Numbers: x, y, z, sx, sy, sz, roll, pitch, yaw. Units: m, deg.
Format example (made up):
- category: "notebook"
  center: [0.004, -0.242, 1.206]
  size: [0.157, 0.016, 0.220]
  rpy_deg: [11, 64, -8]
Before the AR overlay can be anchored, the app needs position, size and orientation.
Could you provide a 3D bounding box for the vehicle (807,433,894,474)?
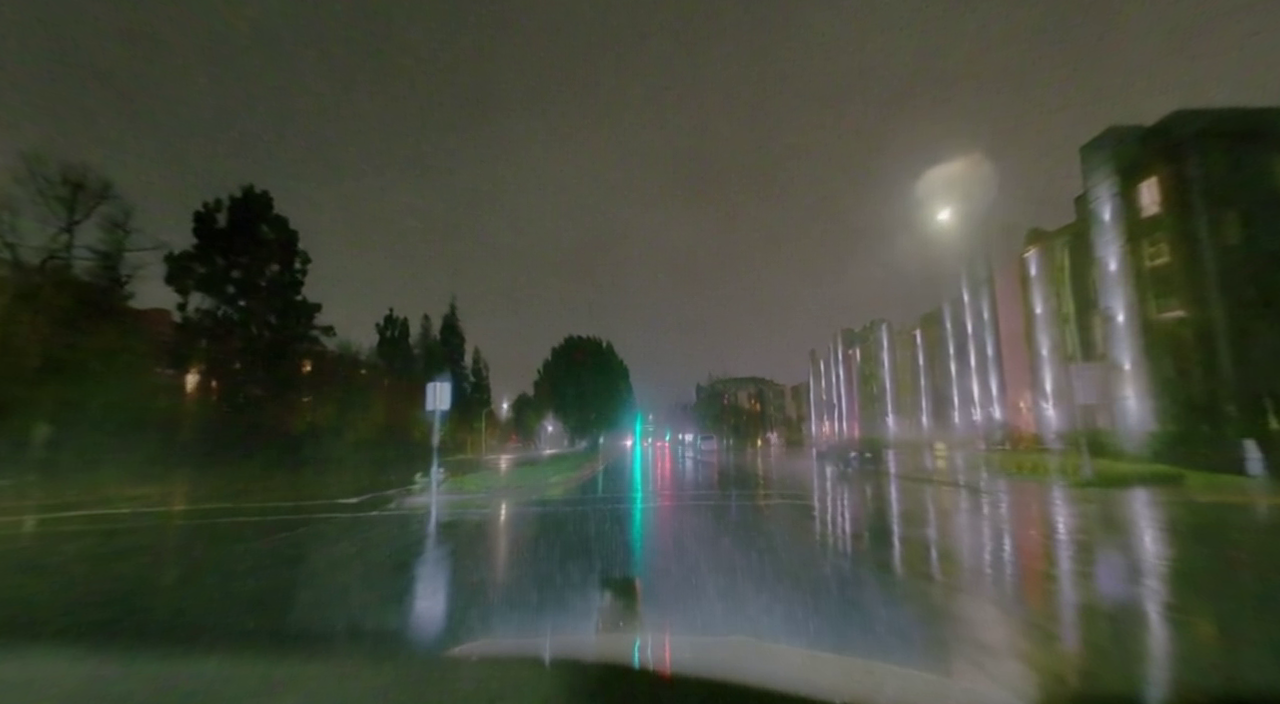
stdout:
- category: "vehicle"
  center: [9.777, 4.756, 29.839]
  size: [2.065, 1.732, 5.036]
  rpy_deg: [1, -8, -4]
